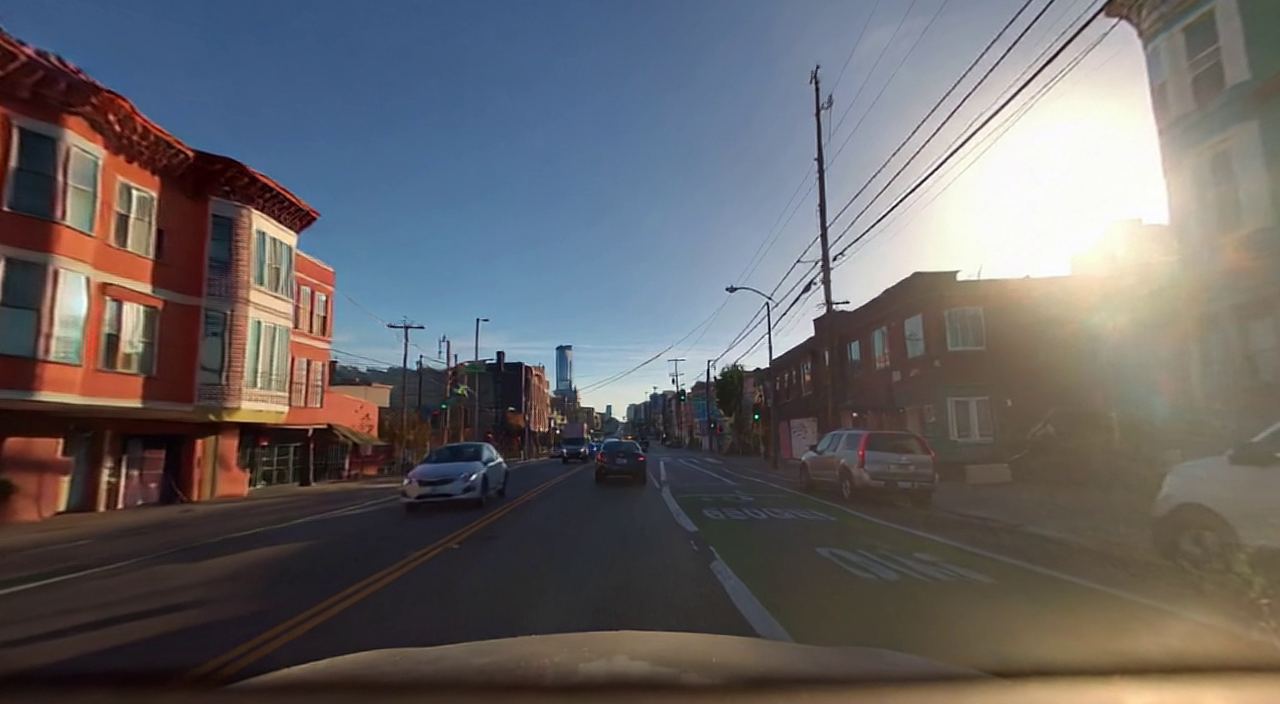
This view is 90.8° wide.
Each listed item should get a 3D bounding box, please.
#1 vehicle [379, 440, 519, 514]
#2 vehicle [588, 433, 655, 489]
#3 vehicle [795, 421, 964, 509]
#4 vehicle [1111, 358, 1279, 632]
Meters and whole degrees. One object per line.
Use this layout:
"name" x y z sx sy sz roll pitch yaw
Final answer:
"vehicle" -4.435 2.947 15.504 2.181 1.500 4.319 -1 -8 -1
"vehicle" -0.584 3.515 20.748 1.980 1.635 3.795 -1 -8 -1
"vehicle" 6.007 2.914 16.864 2.197 1.917 5.637 0 -8 -1
"vehicle" 6.071 0.940 3.780 2.208 2.106 5.496 -1 -8 0
